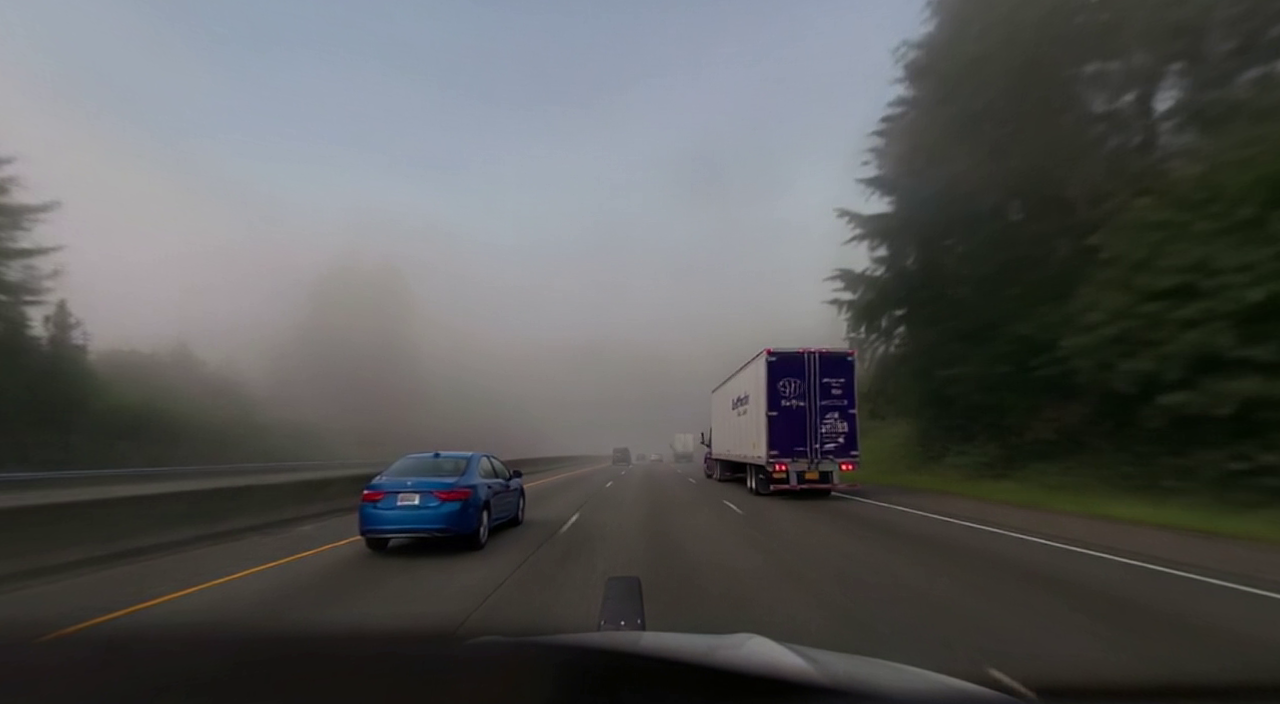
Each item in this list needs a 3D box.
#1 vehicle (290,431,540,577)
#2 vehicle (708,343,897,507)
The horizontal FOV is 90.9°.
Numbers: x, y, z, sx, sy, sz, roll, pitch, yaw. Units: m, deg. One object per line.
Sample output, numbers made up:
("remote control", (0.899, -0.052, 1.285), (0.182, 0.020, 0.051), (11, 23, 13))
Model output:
("vehicle", (-2.833, 2.024, 9.190), (1.960, 1.579, 4.384), (0, -9, 1))
("vehicle", (4.634, 2.804, 22.069), (2.858, 3.952, 13.731), (0, -9, 0))
